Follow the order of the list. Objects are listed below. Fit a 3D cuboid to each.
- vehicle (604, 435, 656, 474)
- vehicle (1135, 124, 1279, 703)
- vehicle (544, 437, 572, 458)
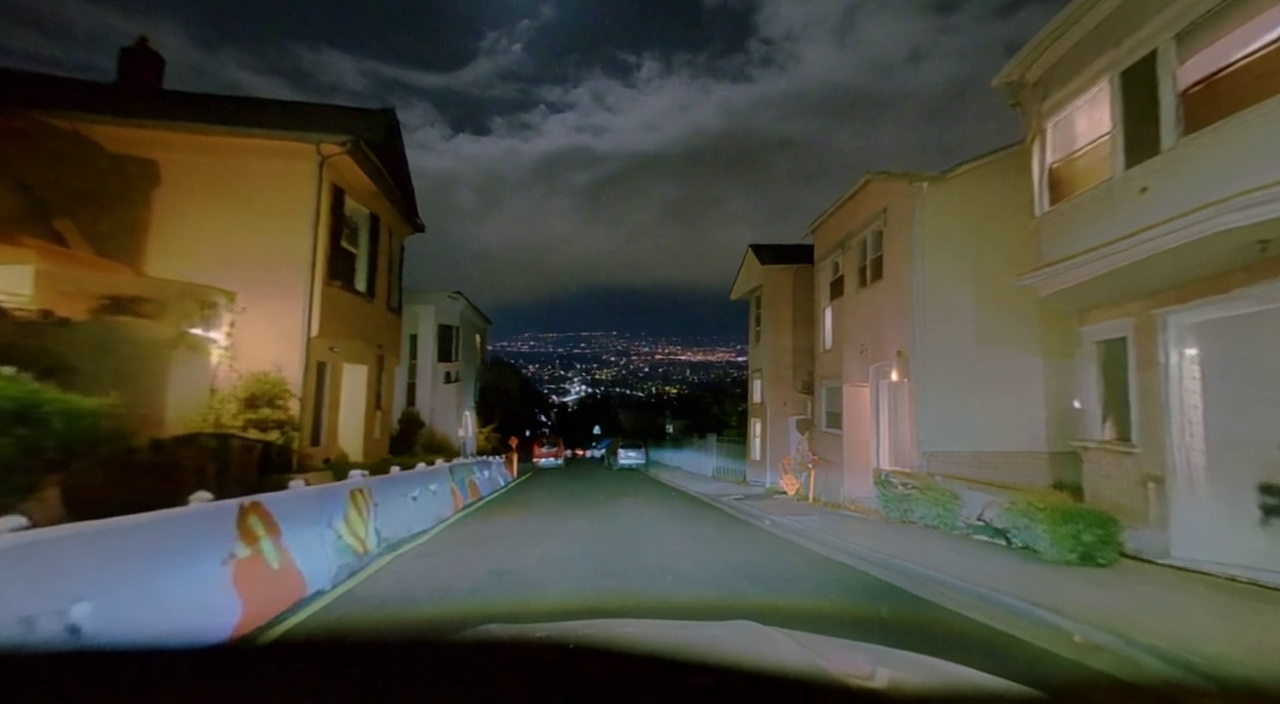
[{"bbox_3d":[-0.592,5.045,31.395,2.066,1.739,4.234,1,-8,-8],"label":"vehicle"},{"bbox_3d":[3.164,0.370,1.320,1.758,2.572,2.706,7,-13,-8],"label":"vehicle"},{"bbox_3d":[-6.197,7.221,47.764,1.834,1.543,3.497,0,-8,-4],"label":"vehicle"}]
